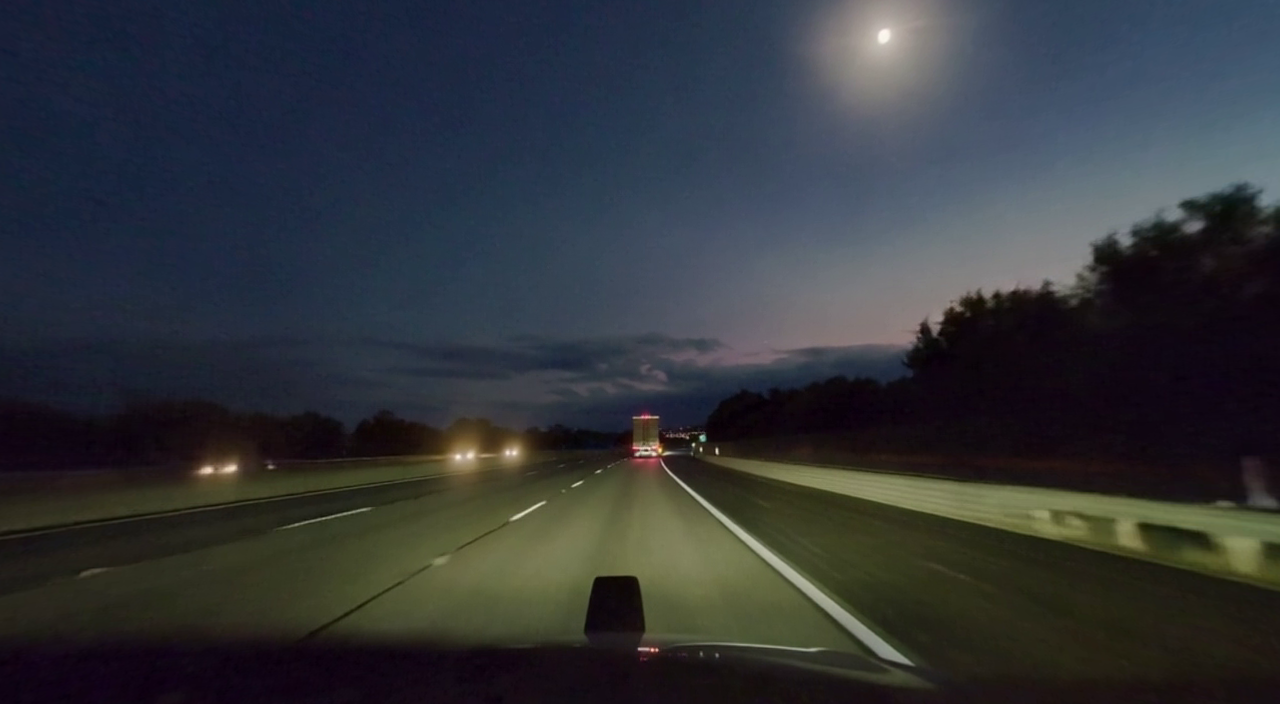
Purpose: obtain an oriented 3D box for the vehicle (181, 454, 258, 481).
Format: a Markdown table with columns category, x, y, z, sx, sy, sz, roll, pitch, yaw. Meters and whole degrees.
| category | x | y | z | sx | sy | sz | roll | pitch | yaw |
| --- | --- | --- | --- | --- | --- | --- | --- | --- | --- |
| vehicle | -24.148 | 6.630 | 36.400 | 1.719 | 1.426 | 3.827 | 0 | -9 | 1 |
